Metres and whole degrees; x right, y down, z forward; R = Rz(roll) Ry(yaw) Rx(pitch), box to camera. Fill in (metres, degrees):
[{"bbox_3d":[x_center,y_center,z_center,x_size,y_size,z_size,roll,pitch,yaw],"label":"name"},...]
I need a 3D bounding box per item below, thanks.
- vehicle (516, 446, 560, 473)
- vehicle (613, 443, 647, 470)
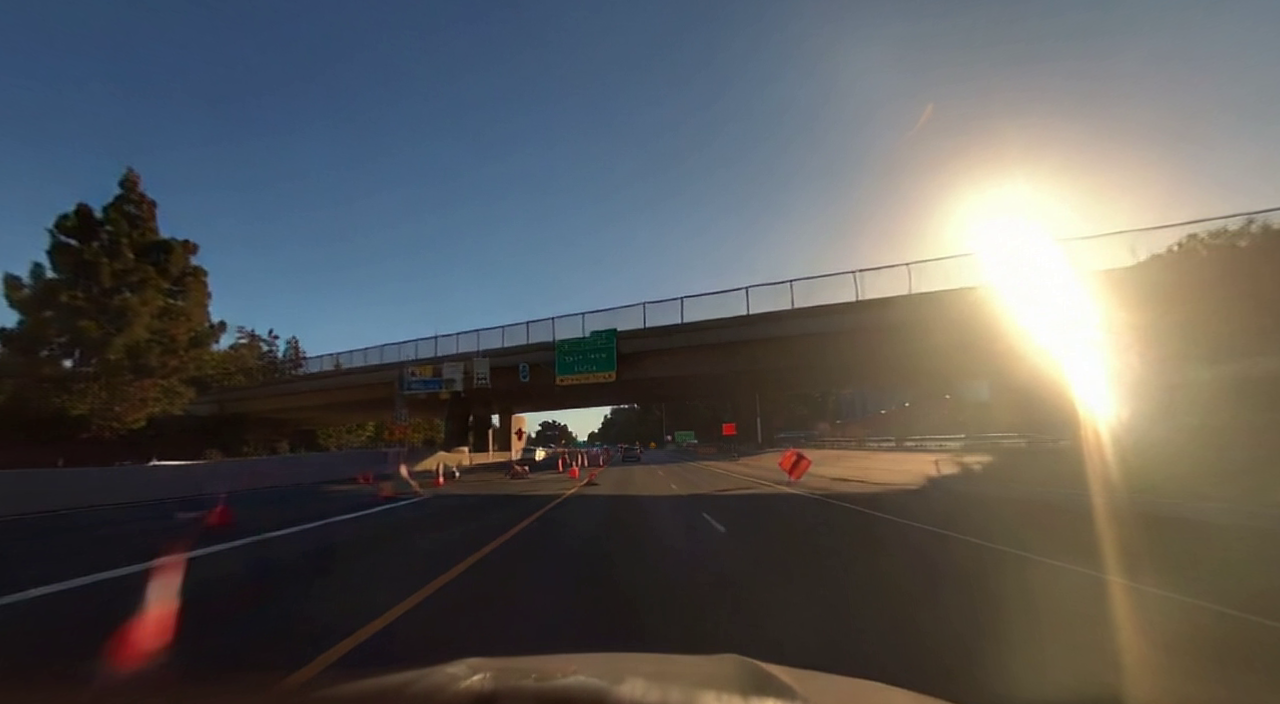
[{"bbox_3d":[-6.140,6.516,38.582,1.997,1.507,4.248,0,-9,-1],"label":"vehicle"},{"bbox_3d":[-0.622,6.707,40.686,2.109,1.638,3.856,0,-9,-1],"label":"vehicle"}]
